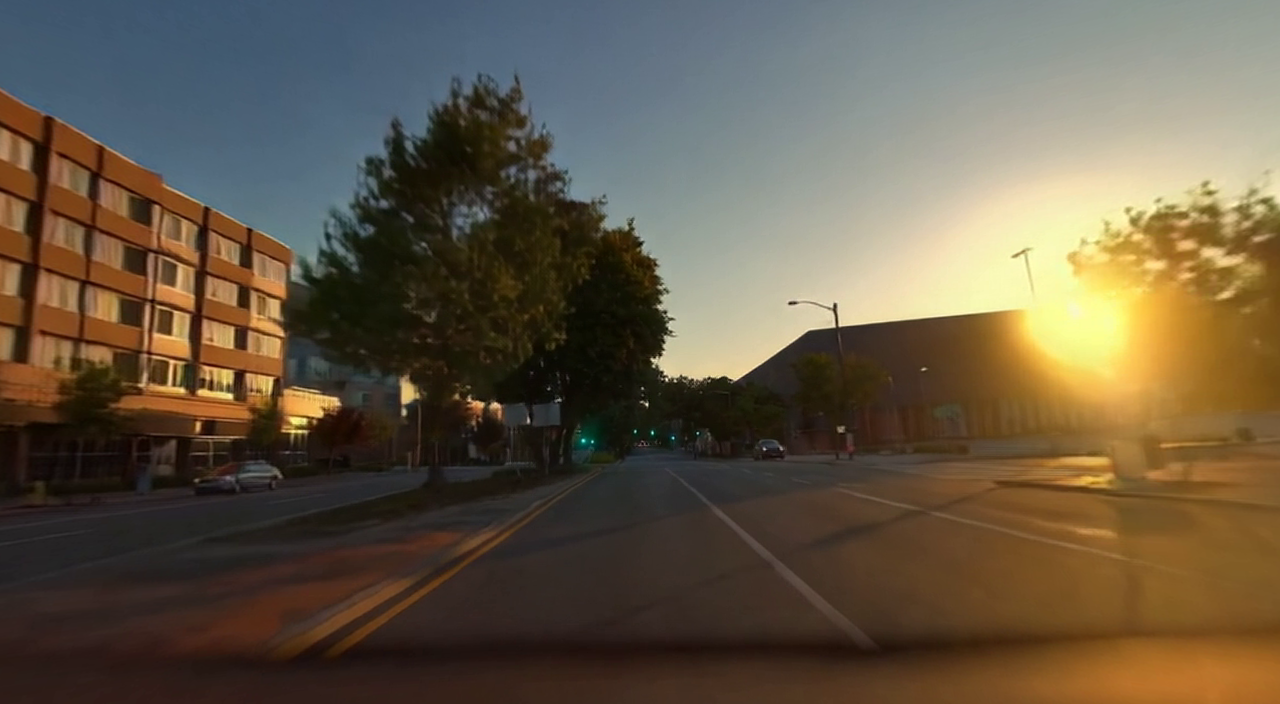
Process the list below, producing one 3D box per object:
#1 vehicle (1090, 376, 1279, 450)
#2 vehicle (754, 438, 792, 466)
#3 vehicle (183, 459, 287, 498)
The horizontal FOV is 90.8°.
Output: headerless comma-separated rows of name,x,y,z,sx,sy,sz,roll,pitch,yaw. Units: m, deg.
vehicle,25.895,2.937,29.737,6.866,3.124,2.718,-3,-9,8
vehicle,10.076,7.645,48.214,2.101,1.957,4.718,-1,-10,3
vehicle,-19.334,6.043,30.432,2.010,1.504,4.820,-5,-10,-2
